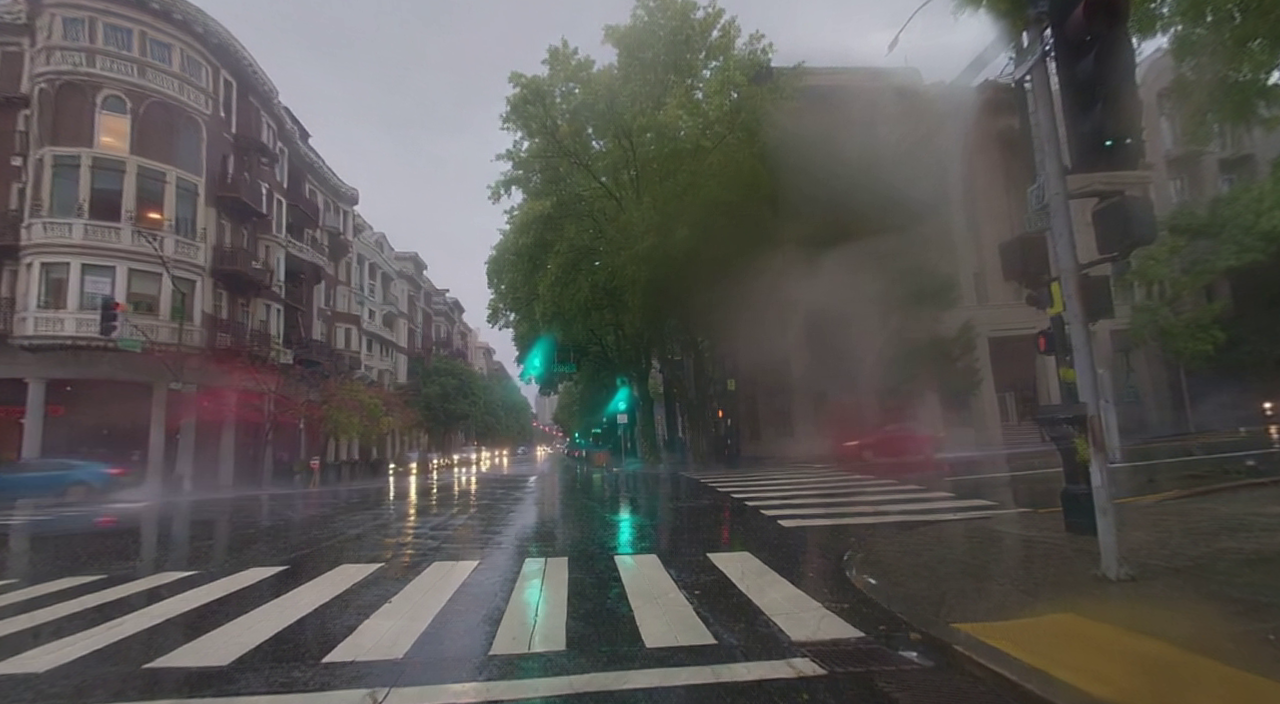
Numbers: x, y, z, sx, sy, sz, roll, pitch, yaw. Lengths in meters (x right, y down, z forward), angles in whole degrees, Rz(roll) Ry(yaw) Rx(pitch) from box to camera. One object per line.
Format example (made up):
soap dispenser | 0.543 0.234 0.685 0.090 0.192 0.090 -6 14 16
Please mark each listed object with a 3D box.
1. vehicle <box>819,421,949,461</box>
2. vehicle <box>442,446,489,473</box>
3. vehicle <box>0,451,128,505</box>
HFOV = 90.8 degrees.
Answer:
vehicle | 9.374 3.451 24.423 4.320 1.456 1.803 2 -9 -11
vehicle | -10.467 6.467 38.170 2.196 1.503 4.371 1 -9 -8
vehicle | -19.940 4.047 20.513 4.626 1.636 2.004 1 -8 -7
